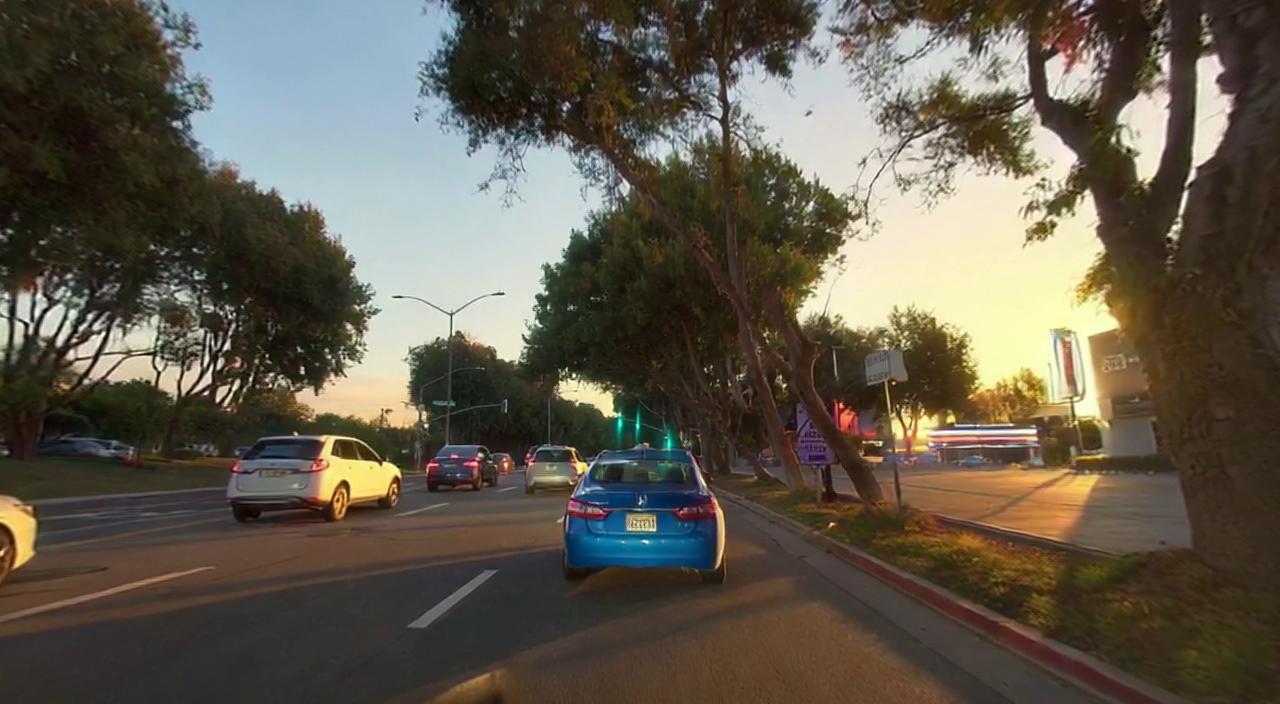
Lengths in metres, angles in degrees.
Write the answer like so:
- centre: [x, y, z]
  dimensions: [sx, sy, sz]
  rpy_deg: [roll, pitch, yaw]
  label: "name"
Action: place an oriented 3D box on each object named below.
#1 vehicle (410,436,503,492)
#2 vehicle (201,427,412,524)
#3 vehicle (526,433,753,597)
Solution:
- centre: [-6.849, 4.224, 24.125]
  dimensions: [2.130, 1.900, 4.470]
  rpy_deg: [0, -9, 1]
  label: "vehicle"
- centre: [-6.979, 2.618, 13.915]
  dimensions: [2.032, 1.767, 4.549]
  rpy_deg: [0, -9, 2]
  label: "vehicle"
- centre: [0.033, 1.812, 7.876]
  dimensions: [2.091, 1.494, 3.962]
  rpy_deg: [0, -9, 1]
  label: "vehicle"
